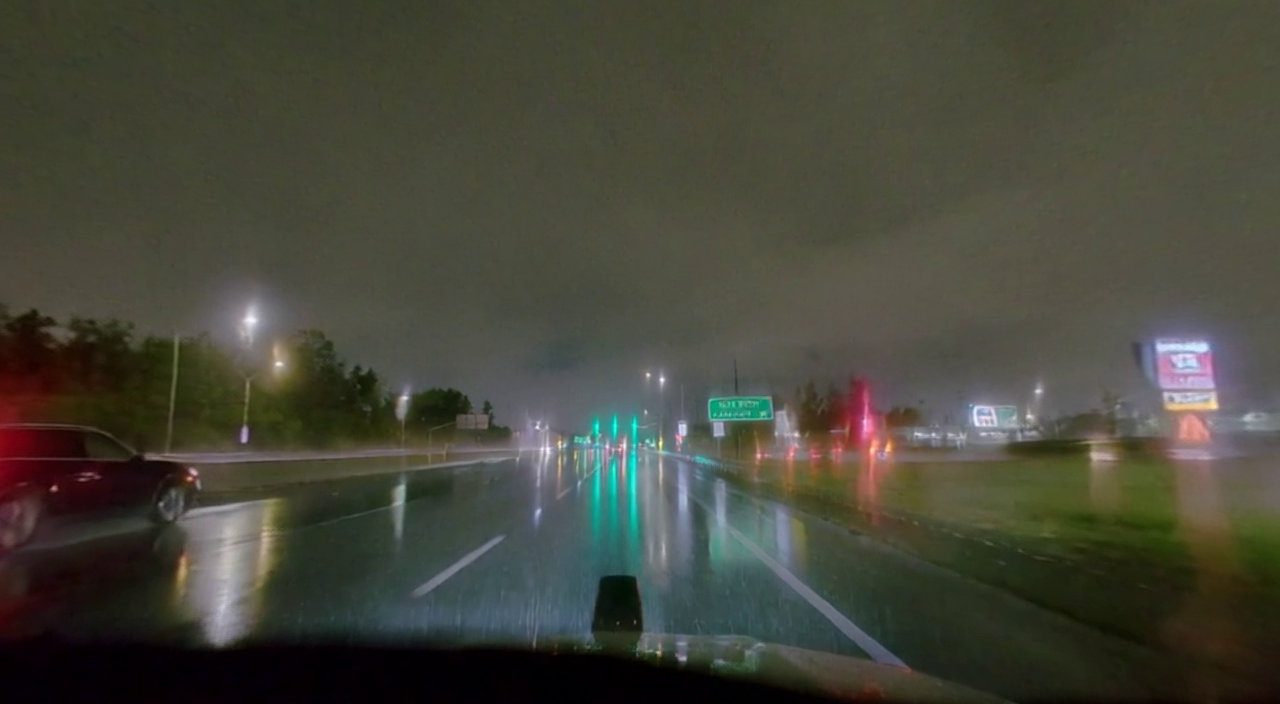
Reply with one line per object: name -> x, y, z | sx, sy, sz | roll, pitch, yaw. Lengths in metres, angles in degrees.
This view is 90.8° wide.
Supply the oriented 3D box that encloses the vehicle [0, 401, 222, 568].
vehicle -> -8.091, 1.614, 8.049 | 2.231, 1.807, 4.758 | 0, -8, 0
